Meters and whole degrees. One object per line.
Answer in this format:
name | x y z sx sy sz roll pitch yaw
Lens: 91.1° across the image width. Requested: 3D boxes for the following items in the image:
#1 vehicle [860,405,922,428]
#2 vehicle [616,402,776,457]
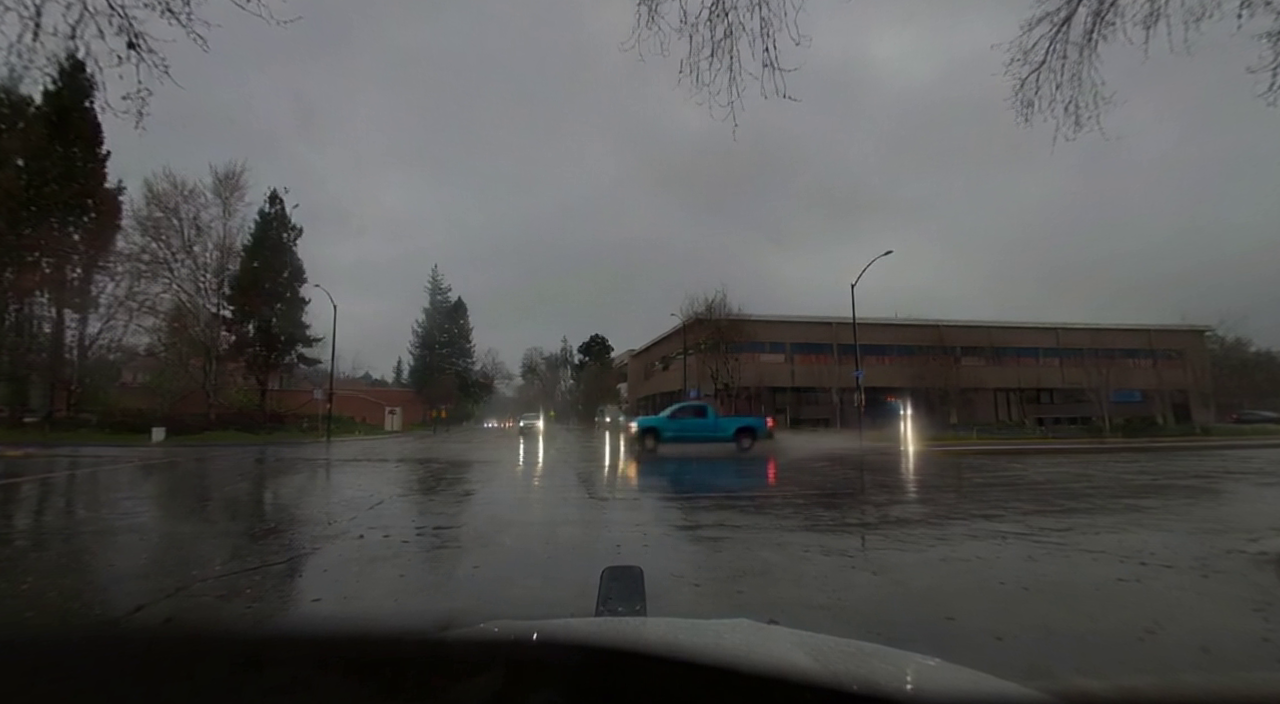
vehicle | 18.350 4.741 45.842 4.674 1.483 1.745 5 -10 -33
vehicle | 1.989 2.834 22.754 5.333 1.837 2.124 2 -9 -17
